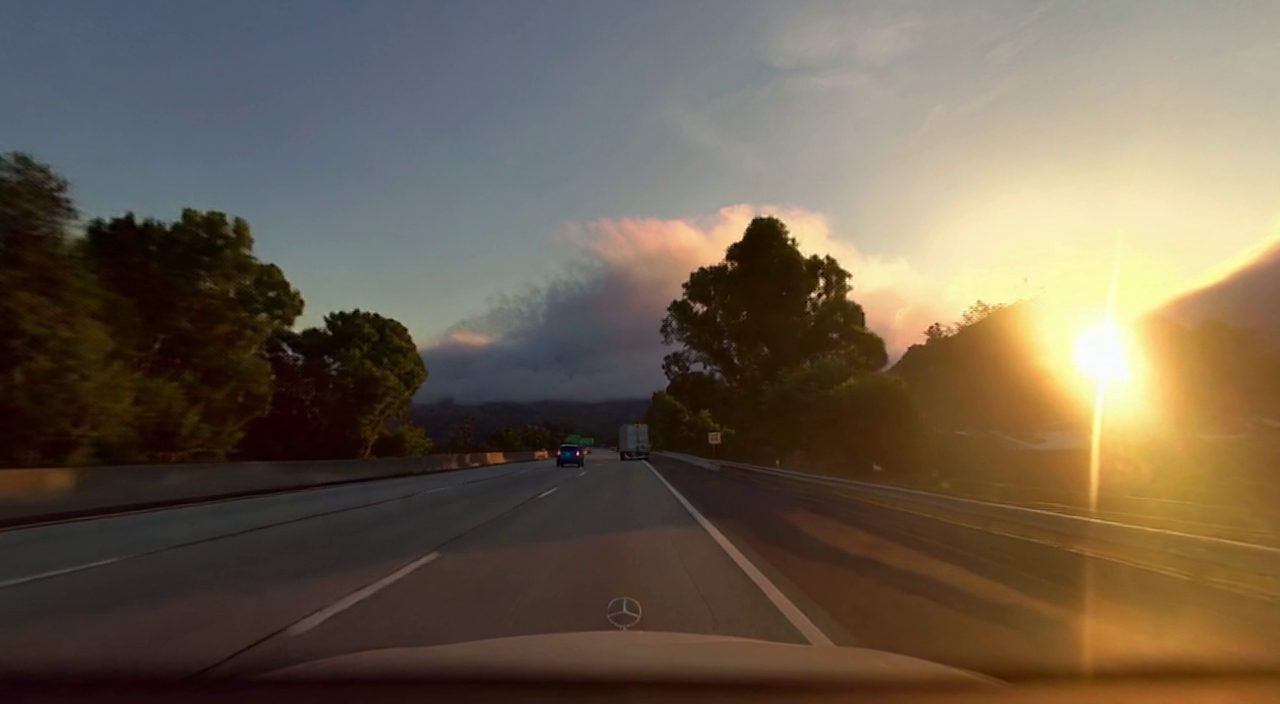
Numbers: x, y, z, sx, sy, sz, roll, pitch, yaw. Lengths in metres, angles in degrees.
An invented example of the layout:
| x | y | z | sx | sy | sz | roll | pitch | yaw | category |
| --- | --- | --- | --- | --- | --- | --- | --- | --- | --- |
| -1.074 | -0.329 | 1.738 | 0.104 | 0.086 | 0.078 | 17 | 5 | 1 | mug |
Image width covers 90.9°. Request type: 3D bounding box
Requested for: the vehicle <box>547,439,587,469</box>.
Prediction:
| x | y | z | sx | sy | sz | roll | pitch | yaw | category |
| --- | --- | --- | --- | --- | --- | --- | --- | --- | --- |
| -4.805 | 6.831 | 42.315 | 2.124 | 1.888 | 5.226 | 0 | -9 | 0 | vehicle |
